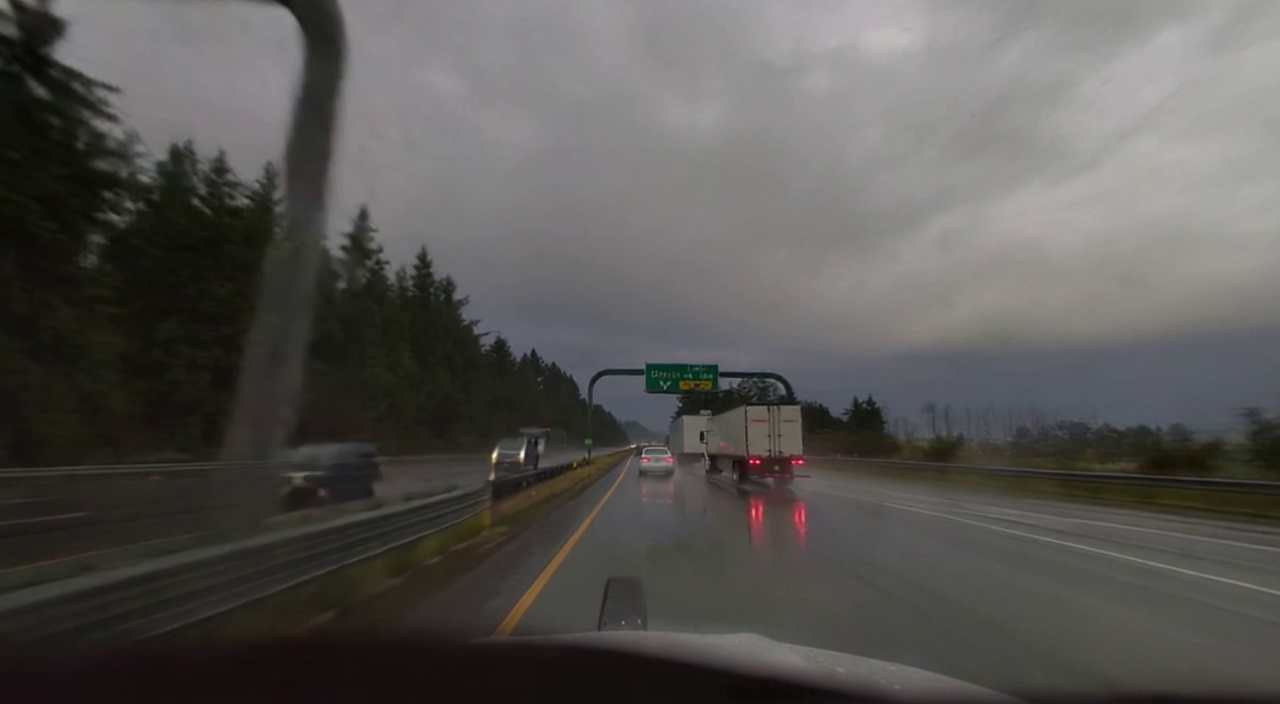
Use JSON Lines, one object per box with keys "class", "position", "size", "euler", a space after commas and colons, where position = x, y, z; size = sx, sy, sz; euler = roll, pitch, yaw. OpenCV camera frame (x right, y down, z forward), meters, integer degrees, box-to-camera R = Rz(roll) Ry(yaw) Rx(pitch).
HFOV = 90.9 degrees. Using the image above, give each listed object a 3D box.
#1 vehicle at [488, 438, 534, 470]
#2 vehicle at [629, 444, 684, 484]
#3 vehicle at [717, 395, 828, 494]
{"class": "vehicle", "position": [-7.805, 6.218, 38.559], "size": [2.015, 1.839, 4.385], "euler": [0, -9, -2]}
{"class": "vehicle", "position": [0.599, 4.553, 25.904], "size": [2.069, 1.523, 4.012], "euler": [0, -9, -1]}
{"class": "vehicle", "position": [4.914, 3.671, 24.967], "size": [2.600, 3.282, 7.635], "euler": [0, -9, -1]}
